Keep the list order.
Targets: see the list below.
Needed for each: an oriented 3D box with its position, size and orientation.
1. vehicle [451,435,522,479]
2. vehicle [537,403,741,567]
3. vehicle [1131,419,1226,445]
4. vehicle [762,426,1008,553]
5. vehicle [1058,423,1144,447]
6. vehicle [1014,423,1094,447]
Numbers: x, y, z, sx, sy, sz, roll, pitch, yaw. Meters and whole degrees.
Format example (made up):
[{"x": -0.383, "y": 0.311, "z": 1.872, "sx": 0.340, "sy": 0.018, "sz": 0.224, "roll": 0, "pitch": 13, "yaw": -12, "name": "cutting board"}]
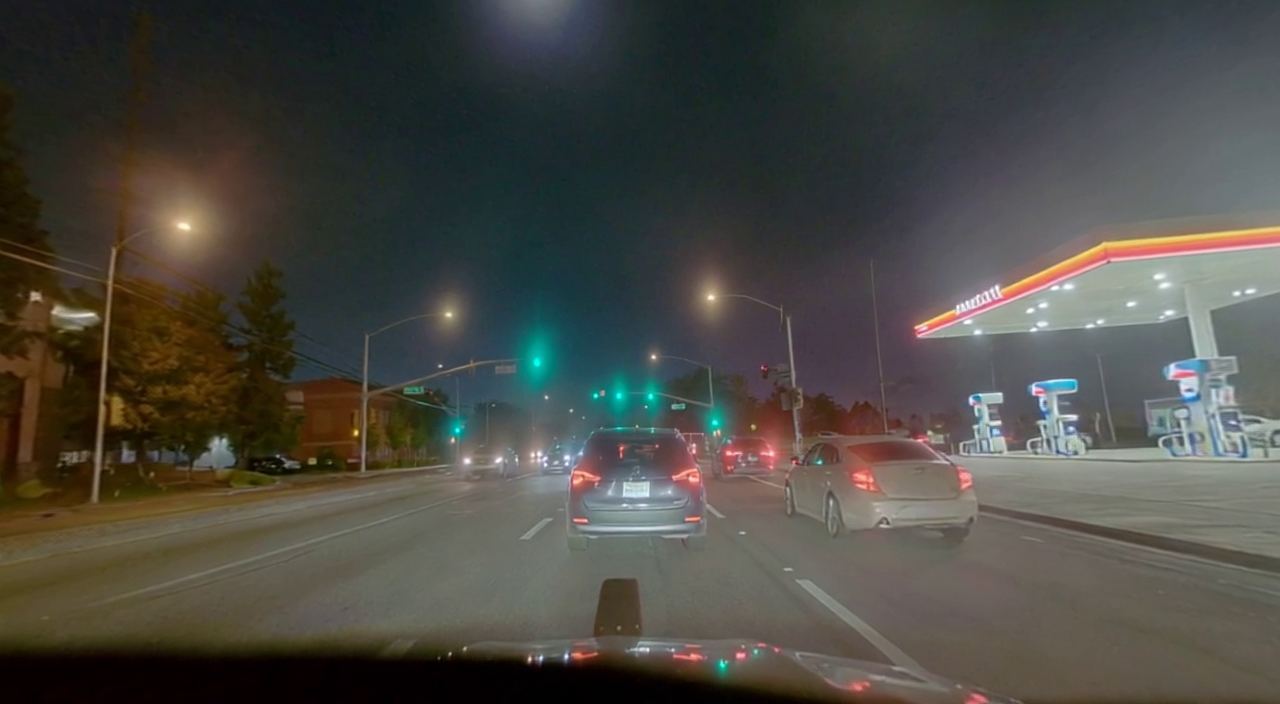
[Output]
[{"x": -6.498, "y": 4.492, "z": 27.329, "sx": 1.994, "sy": 1.695, "sz": 4.471, "roll": 0, "pitch": -8, "yaw": -1, "name": "vehicle"}, {"x": -0.087, "y": 1.694, "z": 8.716, "sx": 2.164, "sy": 1.718, "sz": 3.881, "roll": 0, "pitch": -8, "yaw": -2, "name": "vehicle"}, {"x": 39.547, "y": 5.929, "z": 46.509, "sx": 4.834, "sy": 1.808, "sz": 2.006, "roll": -2, "pitch": -9, "yaw": 9, "name": "vehicle"}, {"x": 3.314, "y": 1.937, "z": 9.662, "sx": 1.904, "sy": 1.472, "sz": 4.358, "roll": 0, "pitch": -8, "yaw": -2, "name": "vehicle"}, {"x": 32.533, "y": 5.903, "z": 44.696, "sx": 4.452, "sy": 1.605, "sz": 1.845, "roll": -2, "pitch": -9, "yaw": 9, "name": "vehicle"}, {"x": 31.415, "y": 6.346, "z": 48.042, "sx": 4.616, "sy": 1.711, "sz": 1.897, "roll": -2, "pitch": -9, "yaw": 9, "name": "vehicle"}]
